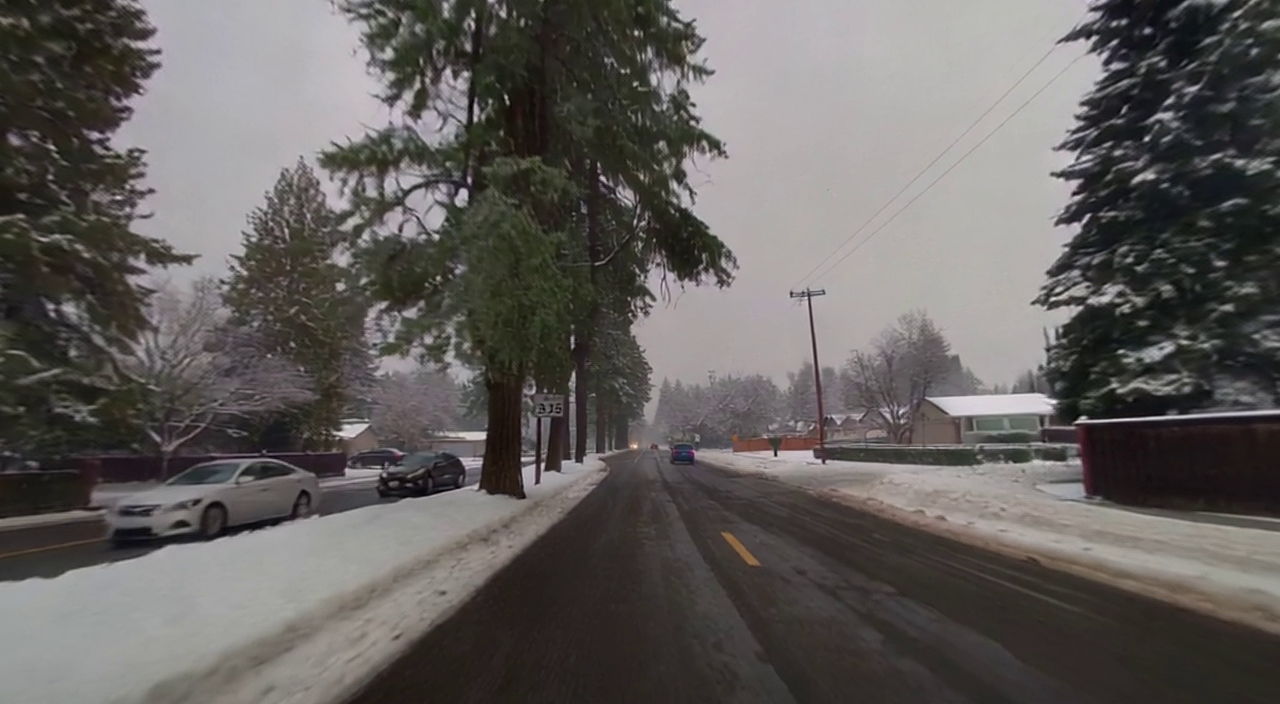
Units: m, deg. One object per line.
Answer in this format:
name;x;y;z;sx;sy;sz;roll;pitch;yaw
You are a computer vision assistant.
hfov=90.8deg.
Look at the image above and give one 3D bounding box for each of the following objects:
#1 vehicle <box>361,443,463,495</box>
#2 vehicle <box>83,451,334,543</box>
vehicle;-8.390;4.305;23.739;2.054;1.746;4.507;0;-8;1
vehicle;-8.375;2.800;12.927;1.939;1.469;4.465;0;-8;1
